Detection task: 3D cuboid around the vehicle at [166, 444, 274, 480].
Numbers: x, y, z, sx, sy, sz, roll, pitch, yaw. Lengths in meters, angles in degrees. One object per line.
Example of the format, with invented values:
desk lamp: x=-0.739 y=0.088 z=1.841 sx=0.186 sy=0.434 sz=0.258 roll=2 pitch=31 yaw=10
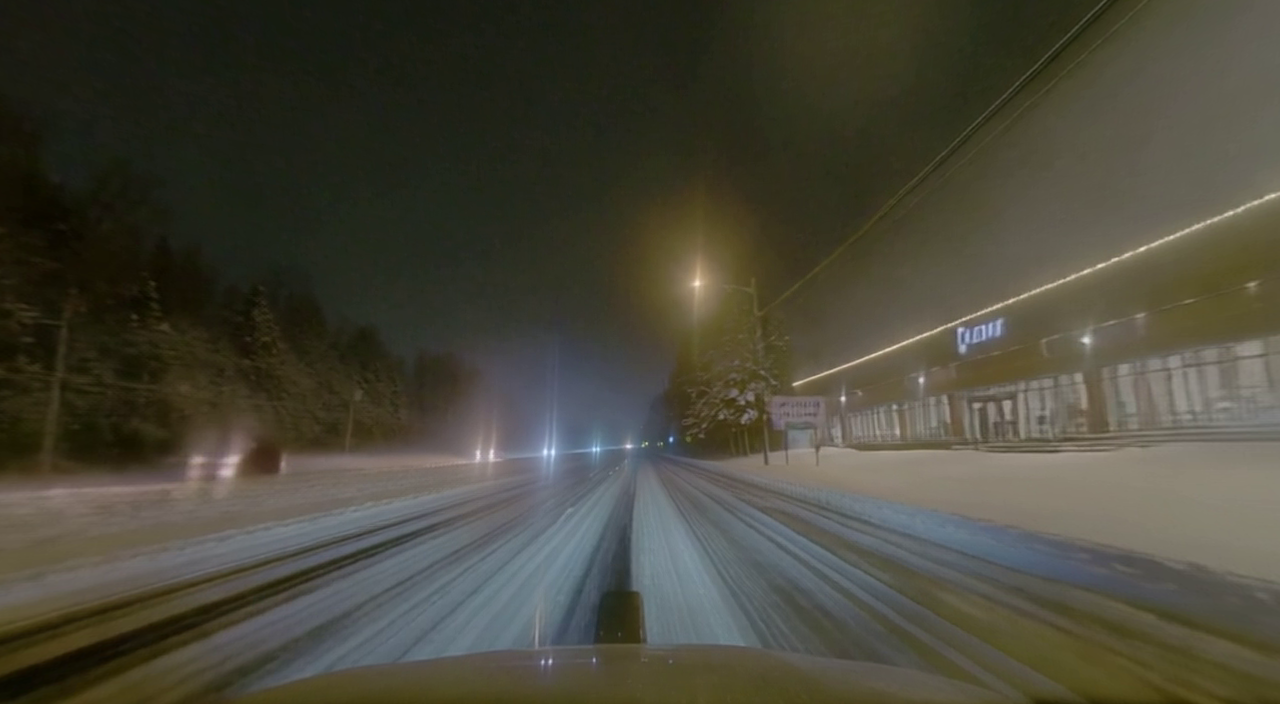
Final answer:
vehicle: x=-20.638 y=5.399 z=31.230 sx=1.966 sy=1.595 sz=4.802 roll=-1 pitch=-9 yaw=1
